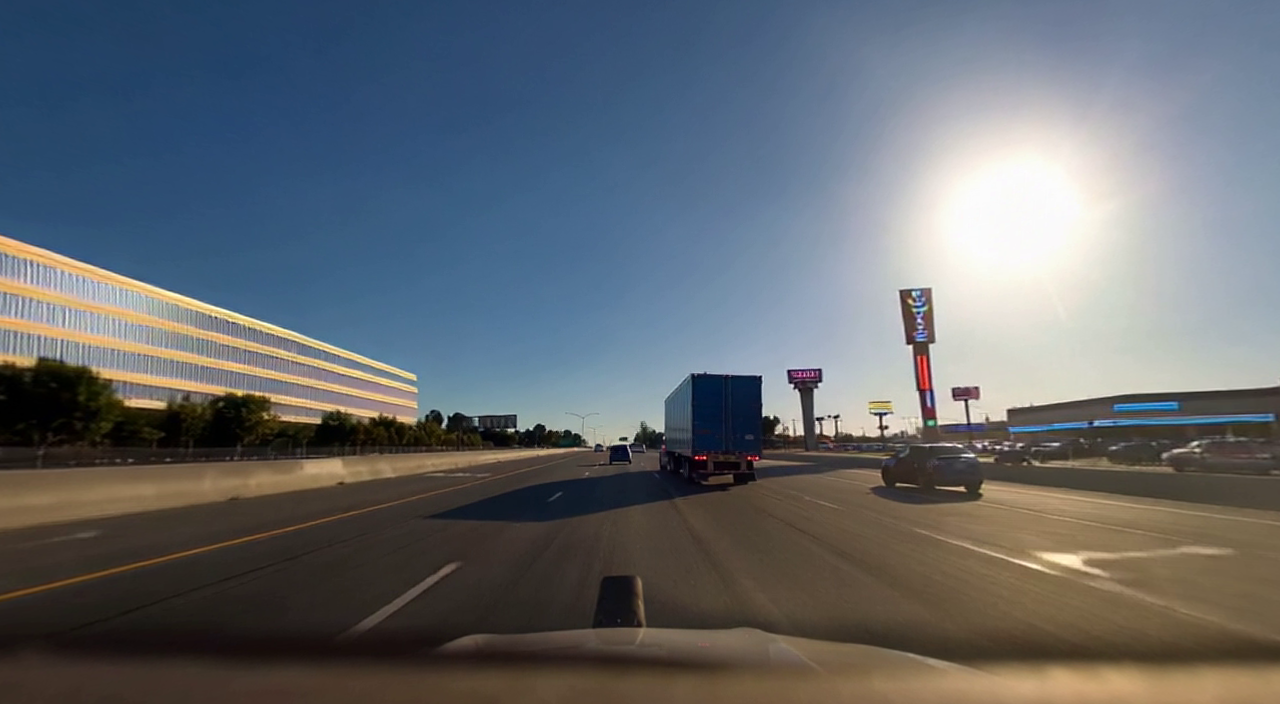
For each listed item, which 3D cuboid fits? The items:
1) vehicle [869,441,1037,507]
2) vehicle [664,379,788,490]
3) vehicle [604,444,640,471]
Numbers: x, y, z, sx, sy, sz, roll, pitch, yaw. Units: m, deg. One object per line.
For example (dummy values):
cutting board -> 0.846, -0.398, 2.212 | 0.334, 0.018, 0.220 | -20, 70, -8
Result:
vehicle -> 8.055, 3.150, 16.877 | 2.105, 1.494, 4.537 | 0, -9, -1
vehicle -> 2.785, 3.286, 24.557 | 2.934, 3.325, 10.986 | 0, -9, -2
vehicle -> -0.964, 5.865, 35.444 | 1.929, 1.395, 3.999 | 0, -9, -1
